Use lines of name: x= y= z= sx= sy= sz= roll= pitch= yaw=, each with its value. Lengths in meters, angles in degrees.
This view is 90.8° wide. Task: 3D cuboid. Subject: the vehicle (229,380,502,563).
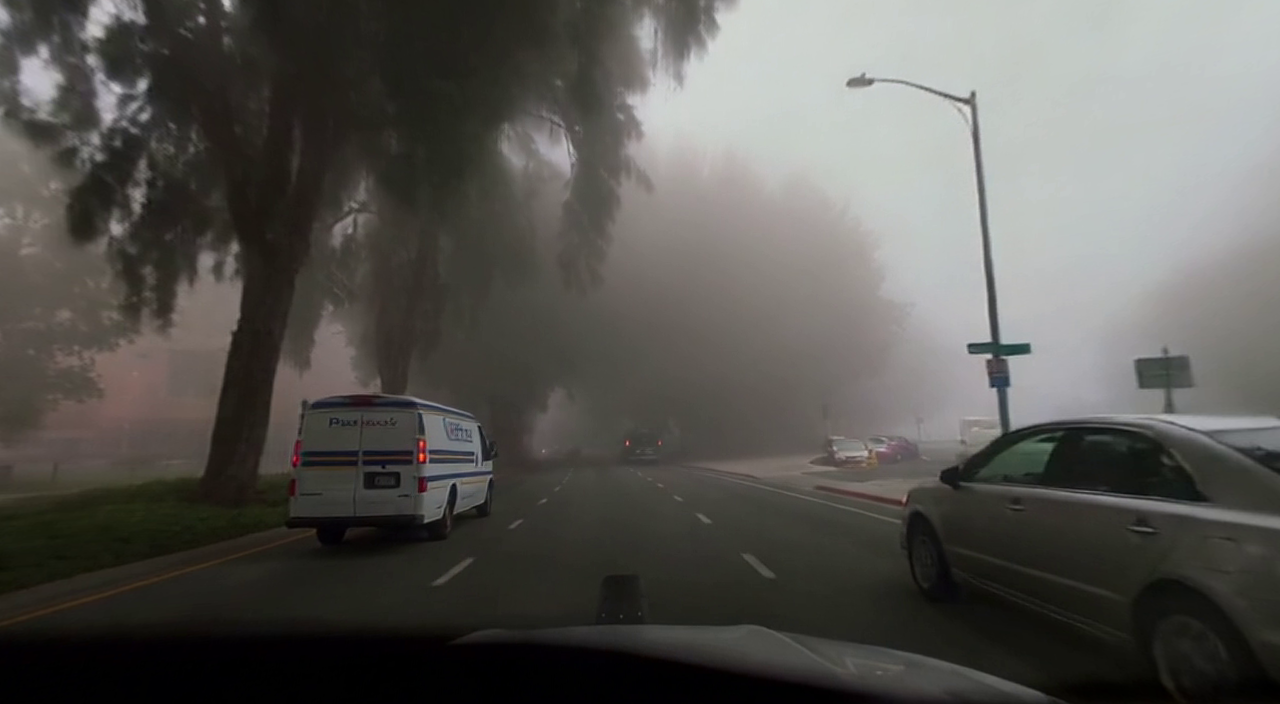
vehicle: x=-3.863 y=1.796 z=10.095 sx=2.420 sy=2.227 sz=4.499 roll=0 pitch=-9 yaw=-2

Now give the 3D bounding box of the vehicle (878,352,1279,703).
vehicle: x=3.426 y=1.038 z=3.729 sx=2.087 sy=1.658 sz=4.612 roll=0 pitch=-9 yaw=-2

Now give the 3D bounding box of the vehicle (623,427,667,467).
vehicle: x=0.233 y=6.541 z=43.429 sx=2.397 sy=2.566 sz=5.324 roll=1 pitch=-9 yaw=-6

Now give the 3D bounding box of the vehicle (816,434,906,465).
vehicle: x=12.145 y=5.363 z=34.928 sx=4.117 sy=1.627 sz=2.086 roll=1 pitch=-9 yaw=-5
